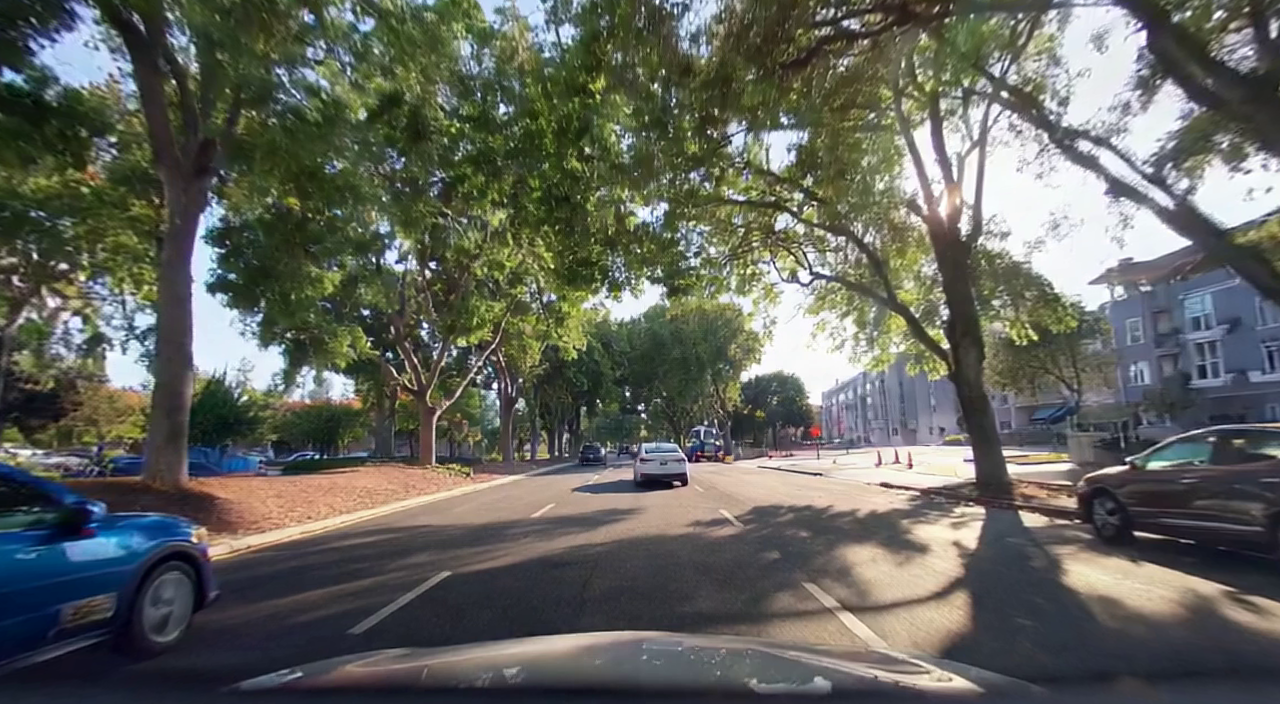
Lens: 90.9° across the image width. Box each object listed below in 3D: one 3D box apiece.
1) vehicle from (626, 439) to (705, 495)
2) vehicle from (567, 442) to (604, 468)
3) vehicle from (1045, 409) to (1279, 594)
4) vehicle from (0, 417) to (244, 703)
[{"bbox_3d":[0.654,3.326,18.628,2.086,1.466,4.026,0,-9,-1],"label":"vehicle"},{"bbox_3d":[-3.642,6.988,43.024,2.062,1.641,4.193,0,-9,1],"label":"vehicle"},{"bbox_3d":[6.437,1.407,6.312,1.952,1.554,4.322,-1,-9,2],"label":"vehicle"},{"bbox_3d":[-4.088,1.010,2.416,2.003,1.507,4.808,-2,-8,1],"label":"vehicle"}]
